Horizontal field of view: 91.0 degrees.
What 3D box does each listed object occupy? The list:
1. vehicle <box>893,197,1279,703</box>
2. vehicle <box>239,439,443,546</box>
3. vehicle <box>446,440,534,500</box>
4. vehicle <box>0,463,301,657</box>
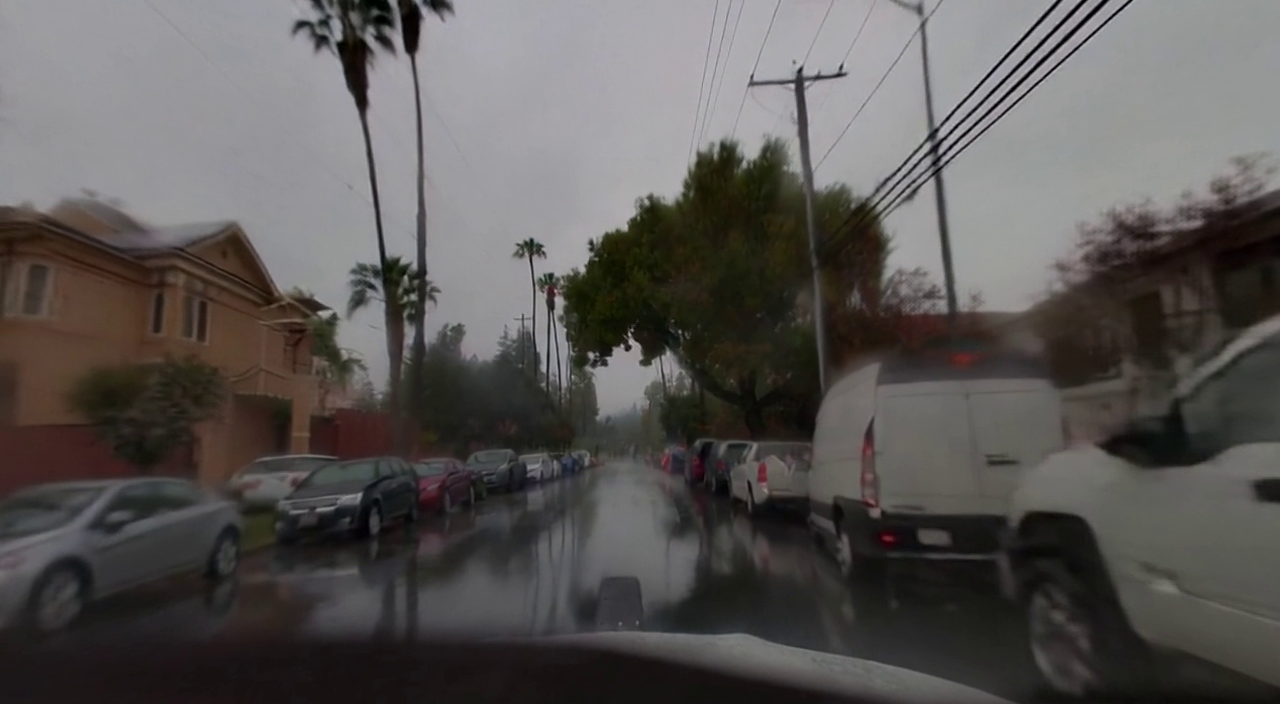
[{"bbox_3d":[2.906,0.468,1.085,2.268,1.953,6.124,0,-8,-1],"label":"vehicle"},{"bbox_3d":[-6.330,2.976,14.197,2.349,1.952,4.848,0,-8,-2],"label":"vehicle"},{"bbox_3d":[-6.156,4.880,26.773,2.281,2.248,5.873,0,-8,0],"label":"vehicle"},{"bbox_3d":[-6.287,2.147,7.605,1.874,1.449,4.622,0,-8,-1],"label":"vehicle"}]
